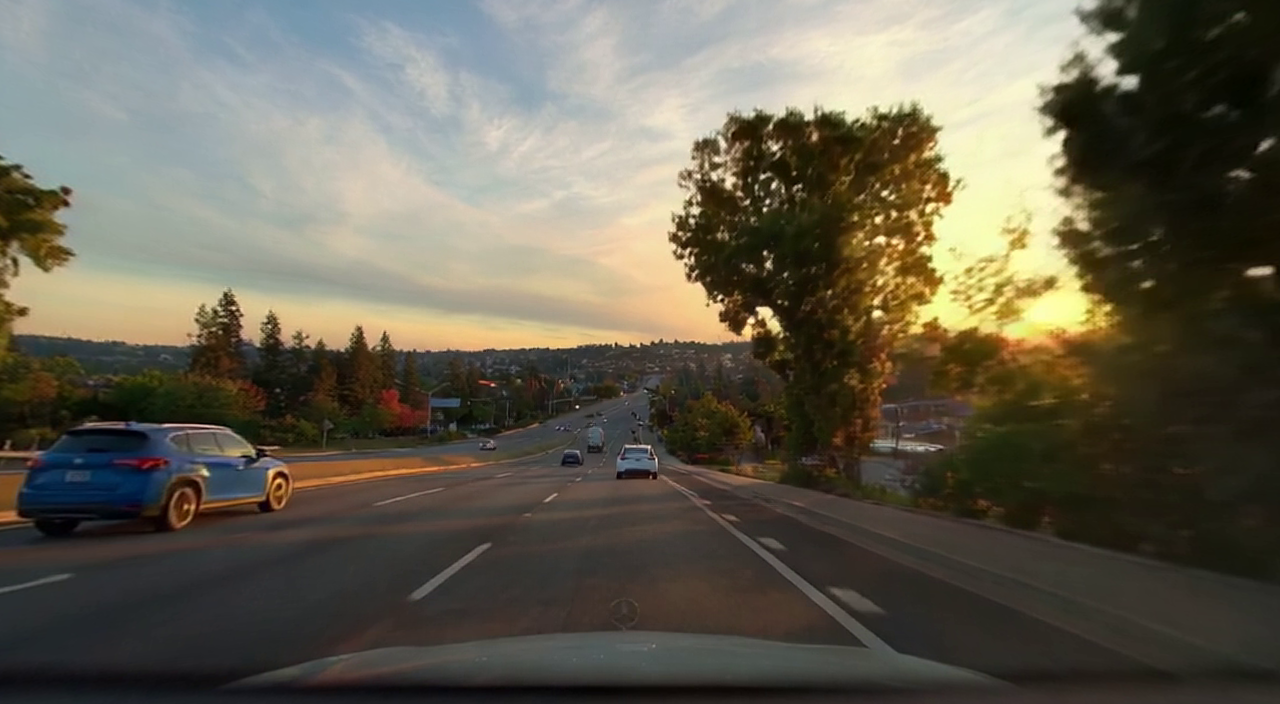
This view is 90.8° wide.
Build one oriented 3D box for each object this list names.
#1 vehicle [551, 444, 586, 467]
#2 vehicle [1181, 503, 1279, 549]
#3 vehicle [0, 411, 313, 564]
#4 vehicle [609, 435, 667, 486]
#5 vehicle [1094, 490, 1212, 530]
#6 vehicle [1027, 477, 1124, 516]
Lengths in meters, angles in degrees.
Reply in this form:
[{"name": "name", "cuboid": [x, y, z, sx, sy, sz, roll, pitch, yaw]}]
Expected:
[{"name": "vehicle", "cuboid": [-5.223, 7.657, 46.856, 2.123, 1.592, 4.505, 0, -9, -1]}, {"name": "vehicle", "cuboid": [28.033, 7.981, 29.158, 1.845, 1.533, 4.455, 1, -9, -7]}, {"name": "vehicle", "cuboid": [-7.217, 1.862, 9.470, 1.997, 1.650, 5.090, 0, -9, -1]}, {"name": "vehicle", "cuboid": [-0.077, 4.337, 25.534, 2.125, 1.830, 4.370, 0, -9, 0]}, {"name": "vehicle", "cuboid": [27.417, 8.460, 34.025, 1.874, 1.577, 4.877, 3, -9, -8]}, {"name": "vehicle", "cuboid": [26.765, 8.849, 39.079, 1.858, 1.849, 4.942, 0, -7, -10]}]
